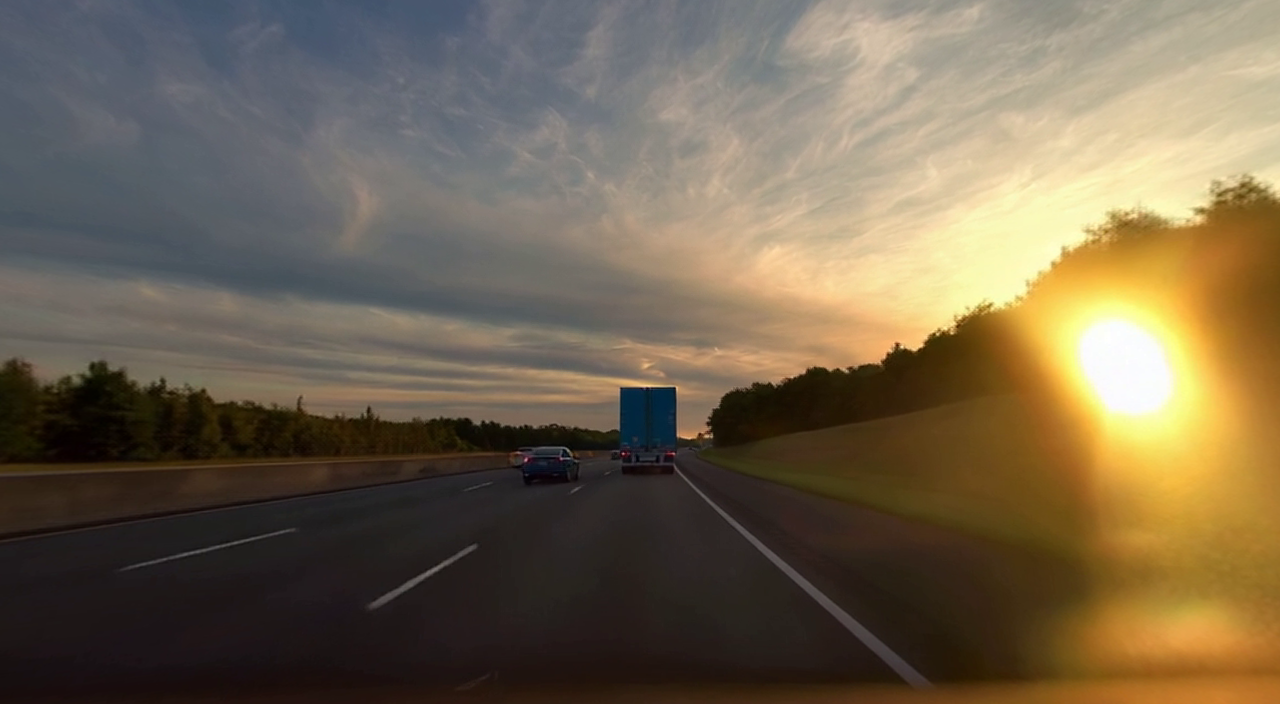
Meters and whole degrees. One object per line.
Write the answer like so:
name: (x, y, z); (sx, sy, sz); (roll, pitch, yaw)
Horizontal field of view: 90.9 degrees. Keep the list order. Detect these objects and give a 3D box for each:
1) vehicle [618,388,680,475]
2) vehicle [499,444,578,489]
vehicle: (0.506, 4.827, 37.346); (2.851, 4.098, 14.436); (-2, -8, 0)
vehicle: (-3.596, 4.153, 23.209); (2.092, 1.465, 4.448); (0, -9, 1)
